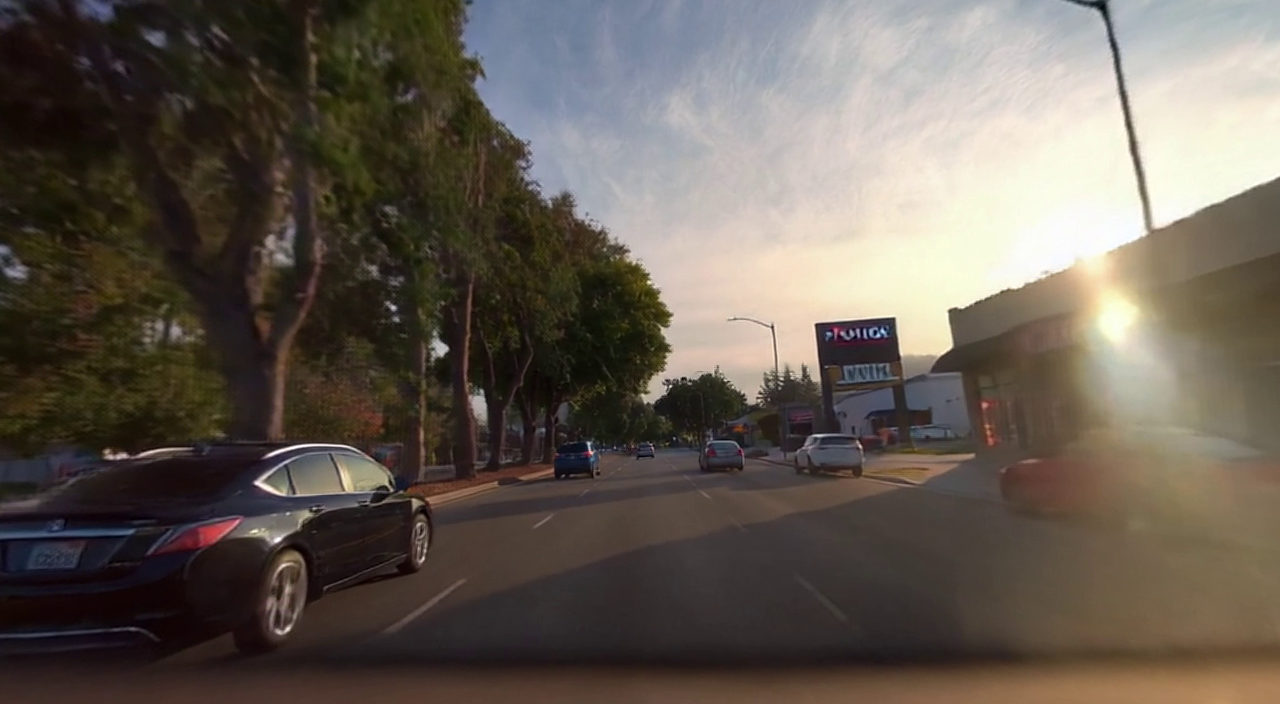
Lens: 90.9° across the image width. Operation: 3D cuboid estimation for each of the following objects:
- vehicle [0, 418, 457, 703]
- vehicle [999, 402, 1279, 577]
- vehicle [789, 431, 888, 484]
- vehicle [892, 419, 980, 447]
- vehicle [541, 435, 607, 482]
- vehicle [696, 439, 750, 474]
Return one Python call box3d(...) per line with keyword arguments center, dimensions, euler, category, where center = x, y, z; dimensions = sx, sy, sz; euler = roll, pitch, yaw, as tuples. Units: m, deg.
box3d(center=(-3.193, 1.363, 4.971), dimensions=(1.956, 1.460, 4.802), euler=(-1, -8, 1), category="vehicle")
box3d(center=(7.250, 1.666, 8.470), dimensions=(2.089, 1.678, 4.725), euler=(0, -8, 1), category="vehicle")
box3d(center=(7.440, 4.012, 24.274), dimensions=(2.198, 1.788, 4.941), euler=(0, -8, 0), category="vehicle")
box3d(center=(21.318, 5.865, 45.568), dimensions=(5.166, 1.870, 2.317), euler=(0, -10, -3), category="vehicle")
box3d(center=(-2.673, 4.437, 26.605), dimensions=(2.193, 1.788, 4.603), euler=(-1, -8, 1), category="vehicle")
box3d(center=(3.812, 4.853, 29.551), dimensions=(1.904, 1.490, 4.299), euler=(0, -8, 0), category="vehicle")
